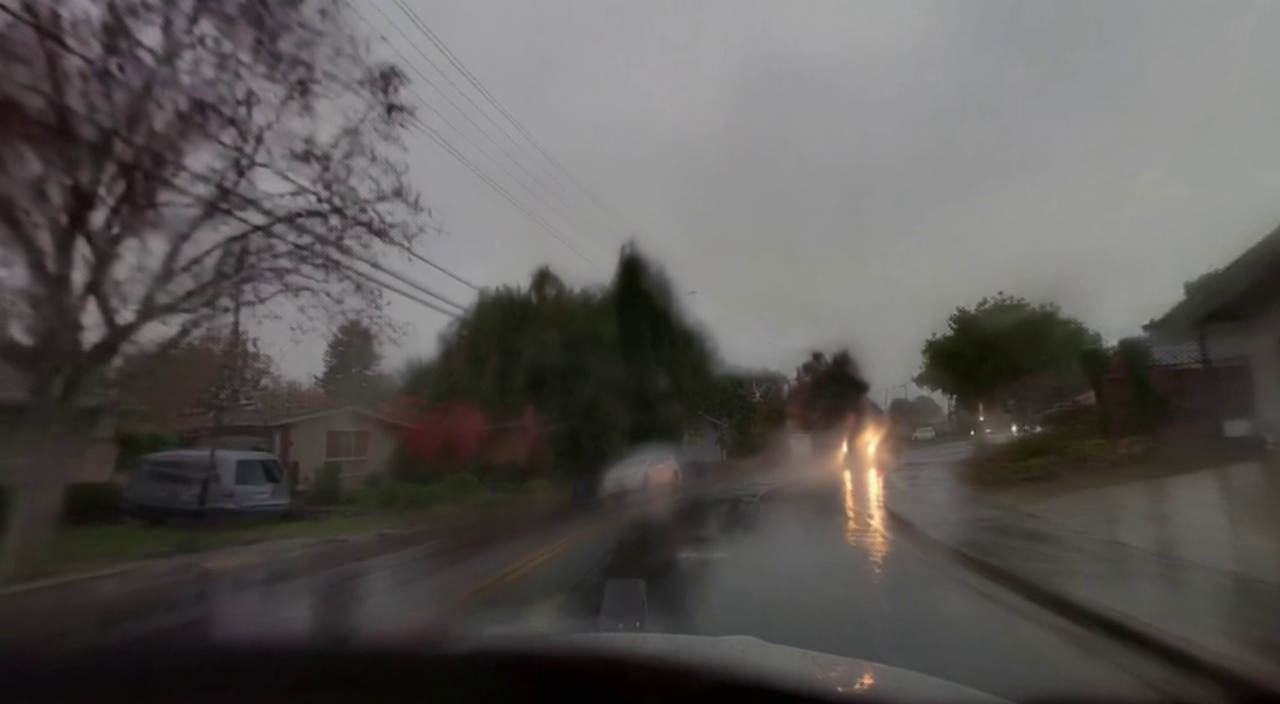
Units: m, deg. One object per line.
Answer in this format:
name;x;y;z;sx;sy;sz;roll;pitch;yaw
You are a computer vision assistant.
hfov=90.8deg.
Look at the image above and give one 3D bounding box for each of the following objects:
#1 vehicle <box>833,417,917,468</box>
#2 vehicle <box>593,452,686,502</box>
vehicle;10.290;3.947;27.473;2.086;1.974;4.890;-6;-10;35
vehicle;0.078;5.386;27.801;2.039;1.949;4.511;-5;-10;30
